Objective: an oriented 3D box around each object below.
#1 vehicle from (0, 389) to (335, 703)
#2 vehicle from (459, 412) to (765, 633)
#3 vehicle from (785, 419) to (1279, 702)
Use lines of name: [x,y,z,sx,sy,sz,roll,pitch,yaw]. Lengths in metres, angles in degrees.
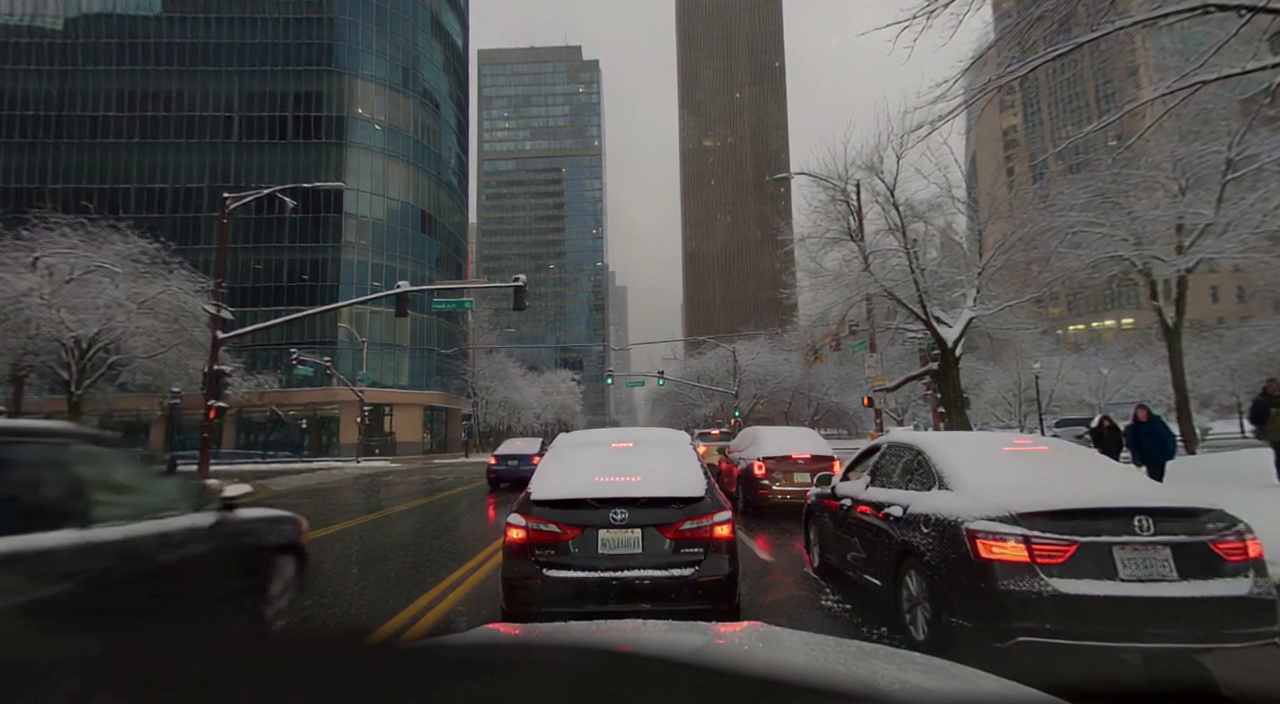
vehicle: [-3.299,0.919,2.406,2.068,1.513,4.221,0,-8,1]
vehicle: [-0.265,1.460,6.386,2.072,1.476,4.078,0,-8,-2]
vehicle: [2.751,1.398,5.428,1.952,1.464,4.165,0,-8,-1]
